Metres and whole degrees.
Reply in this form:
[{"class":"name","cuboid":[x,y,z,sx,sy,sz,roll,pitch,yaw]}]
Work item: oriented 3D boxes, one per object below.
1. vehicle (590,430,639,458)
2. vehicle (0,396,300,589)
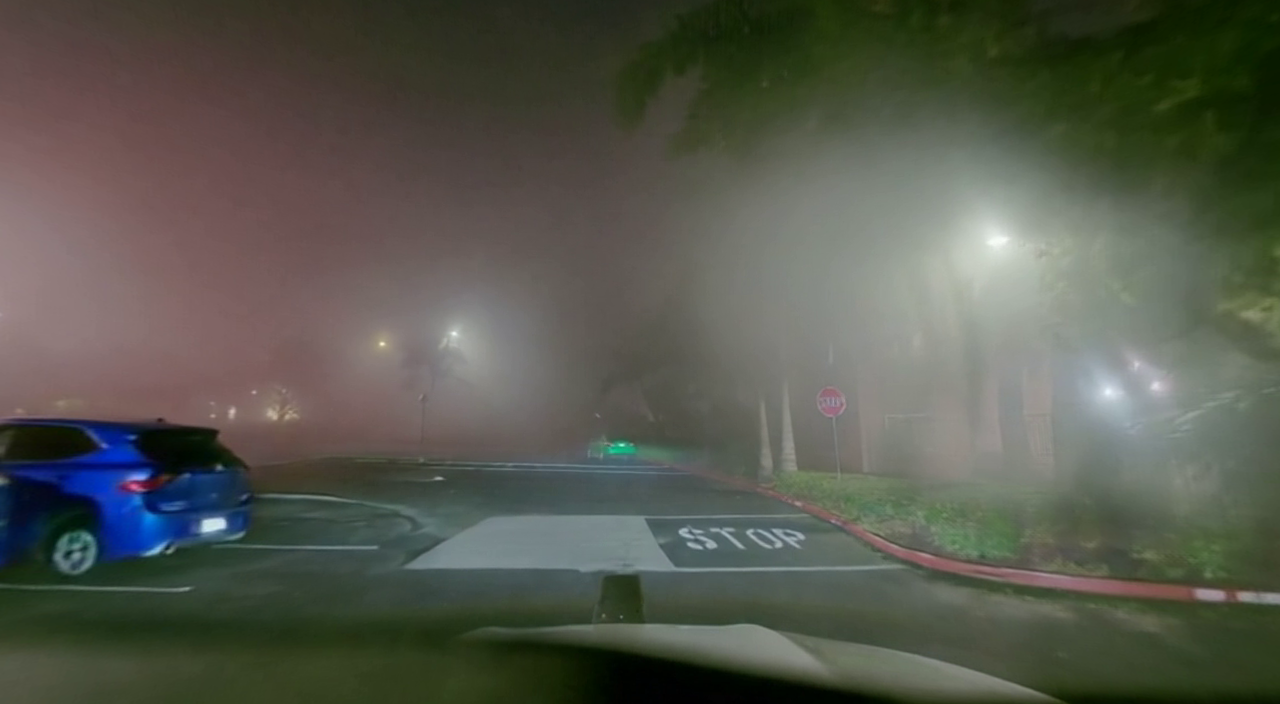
[{"class":"vehicle","cuboid":[-1.690,5.933,40.667,2.071,1.700,4.367,3,-9,-18]},{"class":"vehicle","cuboid":[-6.516,1.413,6.920,4.615,1.642,1.978,-2,-9,12]}]
